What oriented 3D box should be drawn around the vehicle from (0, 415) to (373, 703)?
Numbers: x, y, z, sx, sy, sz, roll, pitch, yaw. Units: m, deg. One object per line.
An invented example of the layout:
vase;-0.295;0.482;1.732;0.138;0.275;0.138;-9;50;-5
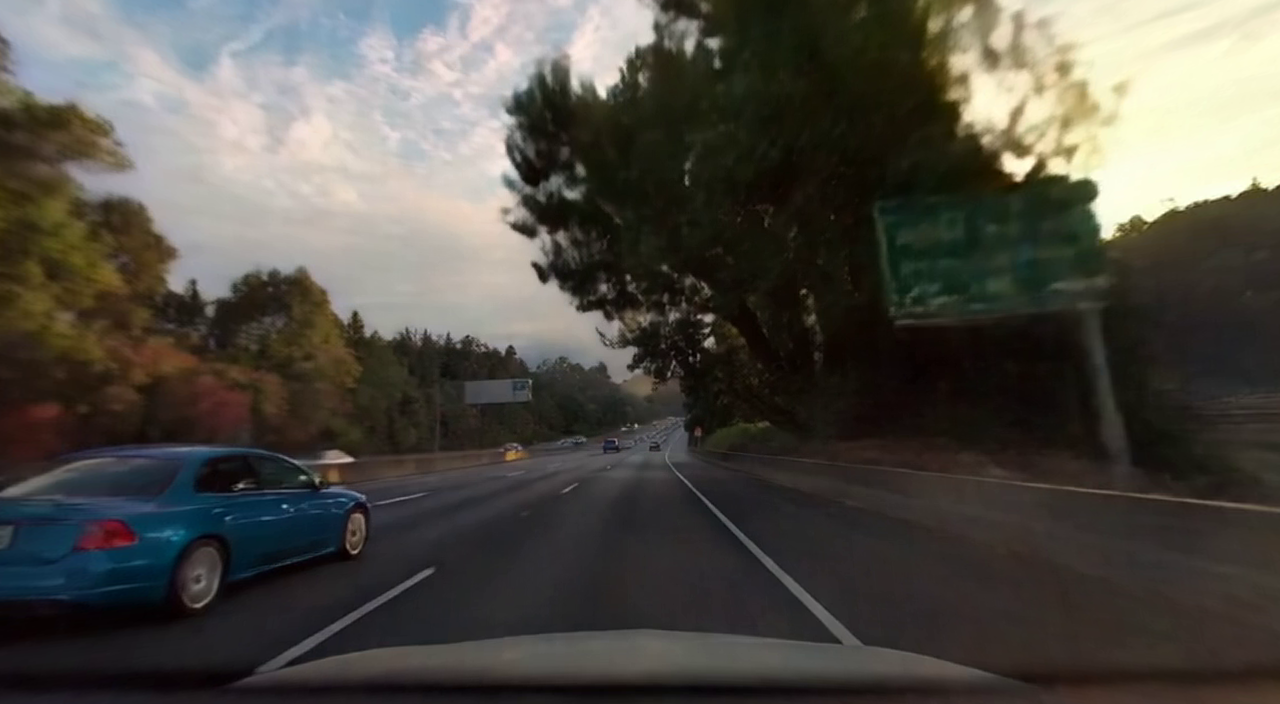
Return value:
vehicle;-4.187;1.343;5.117;1.996;1.454;4.495;0;-8;1
